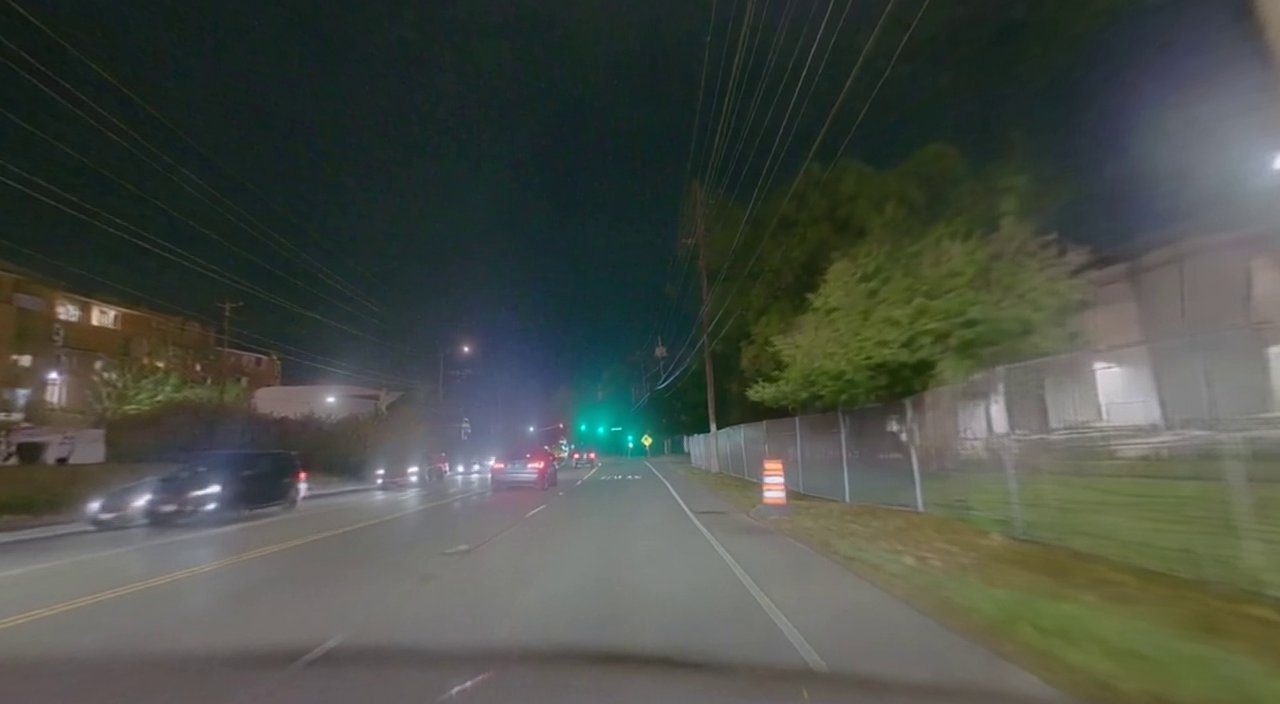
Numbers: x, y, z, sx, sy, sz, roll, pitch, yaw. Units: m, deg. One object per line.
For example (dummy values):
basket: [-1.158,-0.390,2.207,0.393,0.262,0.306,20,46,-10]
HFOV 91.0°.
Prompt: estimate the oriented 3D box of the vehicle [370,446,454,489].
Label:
vehicle: [-10.438,5.306,29.305,2.137,1.828,4.754,0,-9,0]

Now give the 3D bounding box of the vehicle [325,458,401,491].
vehicle: [-14.184,6.292,32.547,1.943,1.506,4.471,0,-9,-1]

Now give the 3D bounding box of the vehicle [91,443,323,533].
vehicle: [-10.288,3.235,15.628,2.206,1.845,4.917,0,-9,0]

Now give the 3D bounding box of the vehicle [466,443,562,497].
vehicle: [-3.800,3.638,19.805,2.020,1.489,4.469,0,-9,1]

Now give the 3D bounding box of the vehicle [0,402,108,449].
vehicle: [-24.180,2.960,25.124,3.949,1.754,2.074,0,-8,1]
